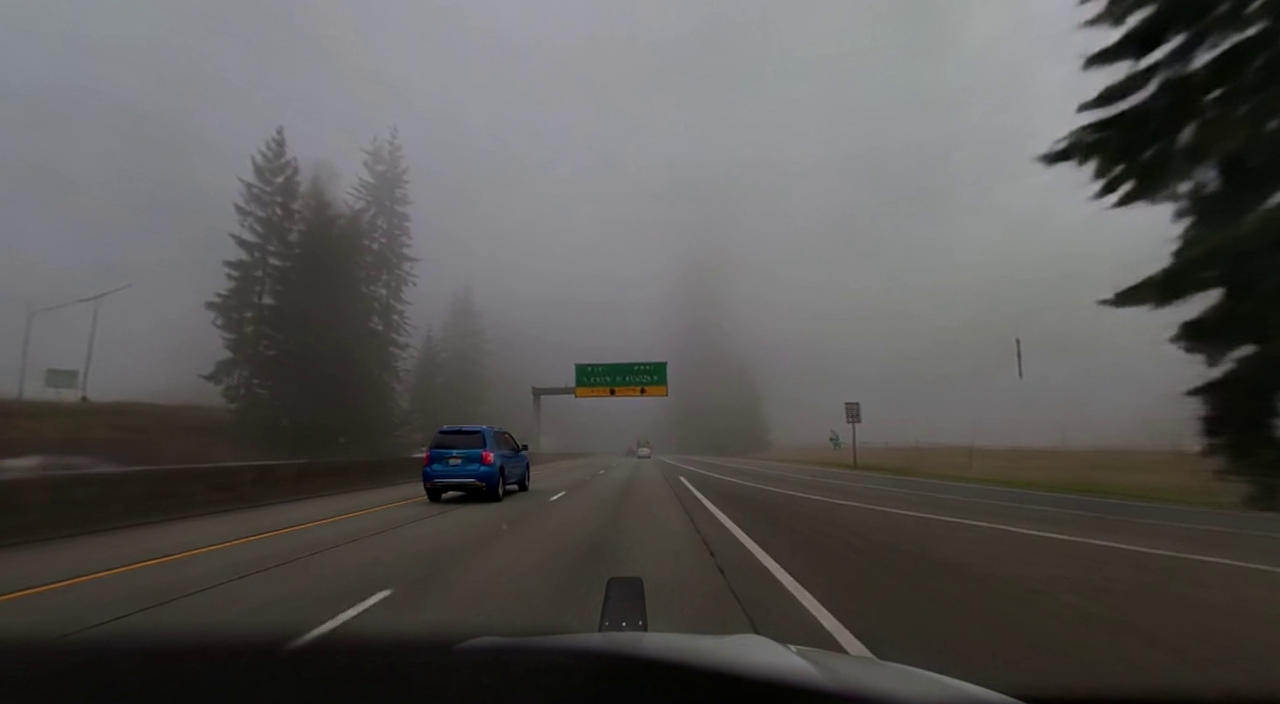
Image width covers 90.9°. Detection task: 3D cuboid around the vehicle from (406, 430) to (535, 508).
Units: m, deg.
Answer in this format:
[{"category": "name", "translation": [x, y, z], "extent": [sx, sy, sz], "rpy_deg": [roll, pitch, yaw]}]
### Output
[{"category": "vehicle", "translation": [-4.236, 2.995, 16.637], "extent": [2.084, 1.752, 4.479], "rpy_deg": [0, -8, 1]}]
